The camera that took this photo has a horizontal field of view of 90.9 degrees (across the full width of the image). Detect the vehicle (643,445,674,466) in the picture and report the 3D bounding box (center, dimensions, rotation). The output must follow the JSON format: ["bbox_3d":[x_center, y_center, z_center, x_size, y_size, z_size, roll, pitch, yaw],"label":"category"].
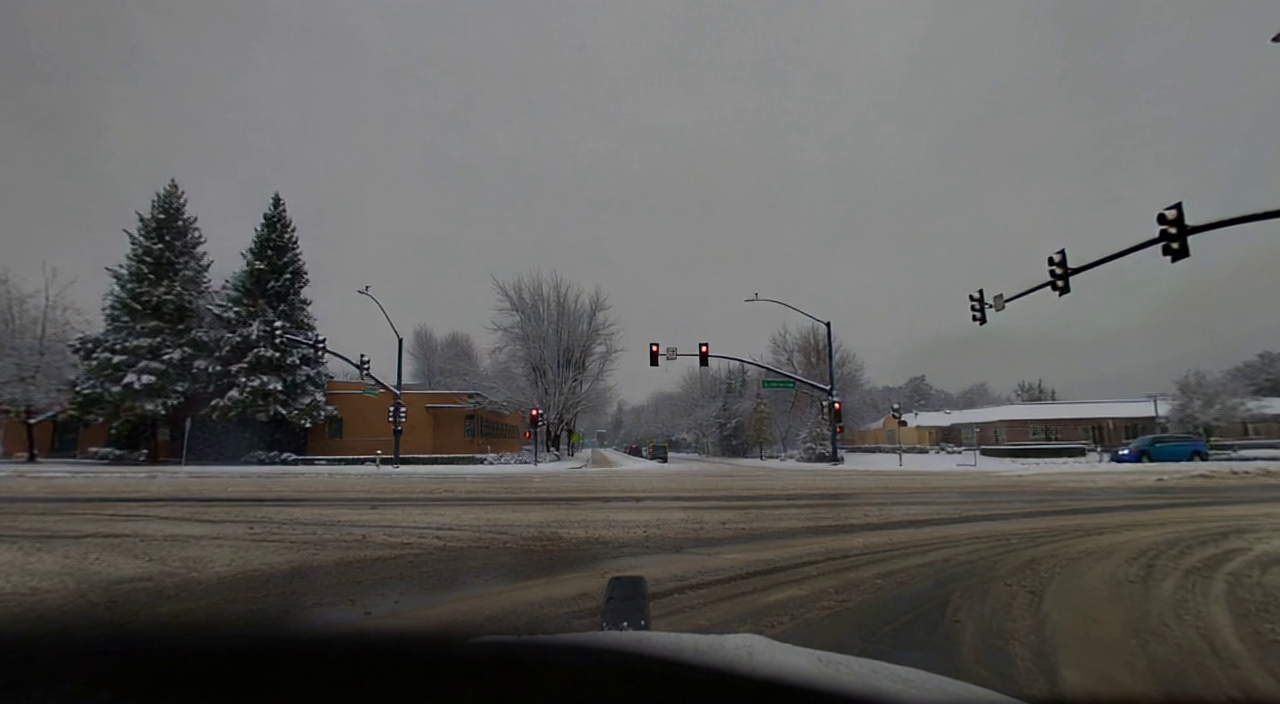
[{"bbox_3d":[1.297,7.622,46.451,2.132,1.449,4.235,0,-9,0],"label":"vehicle"}]
